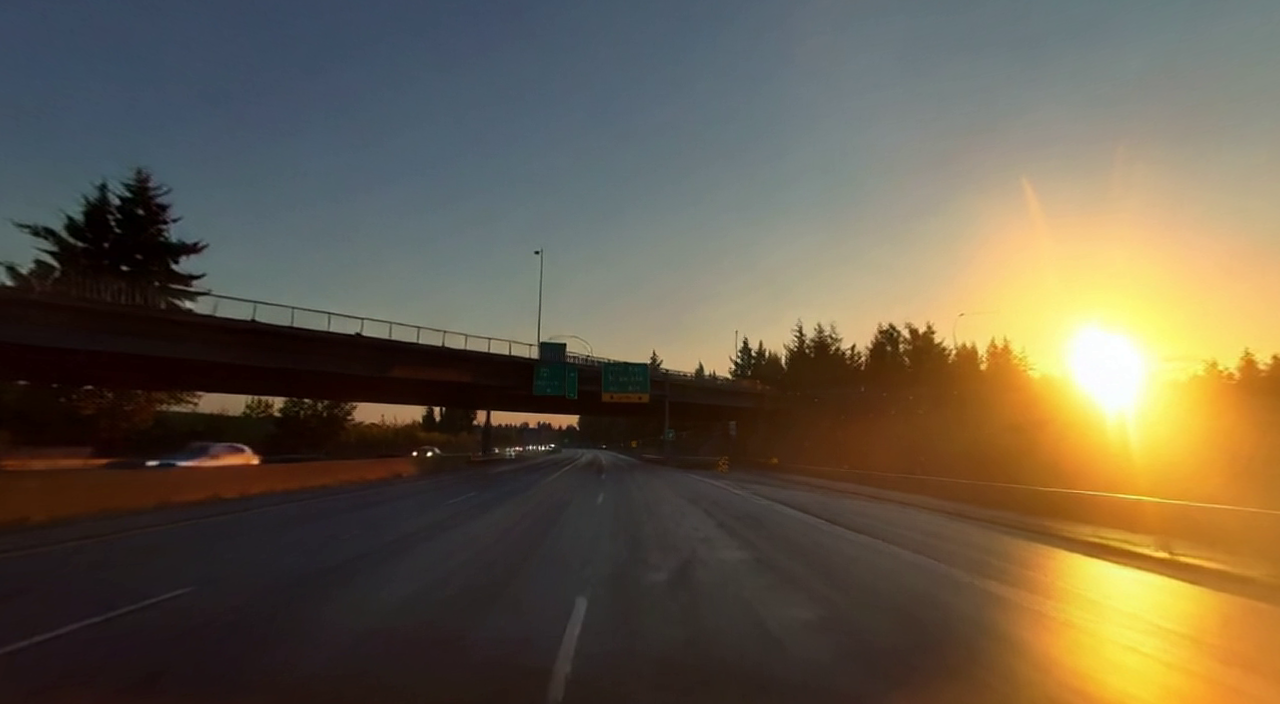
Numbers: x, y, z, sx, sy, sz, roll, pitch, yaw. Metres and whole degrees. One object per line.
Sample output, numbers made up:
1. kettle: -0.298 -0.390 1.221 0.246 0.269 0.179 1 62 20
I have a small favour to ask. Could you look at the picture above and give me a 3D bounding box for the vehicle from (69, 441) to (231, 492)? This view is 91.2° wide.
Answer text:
1. vehicle: -15.797 3.696 20.577 1.821 1.465 4.446 0 -9 -2
